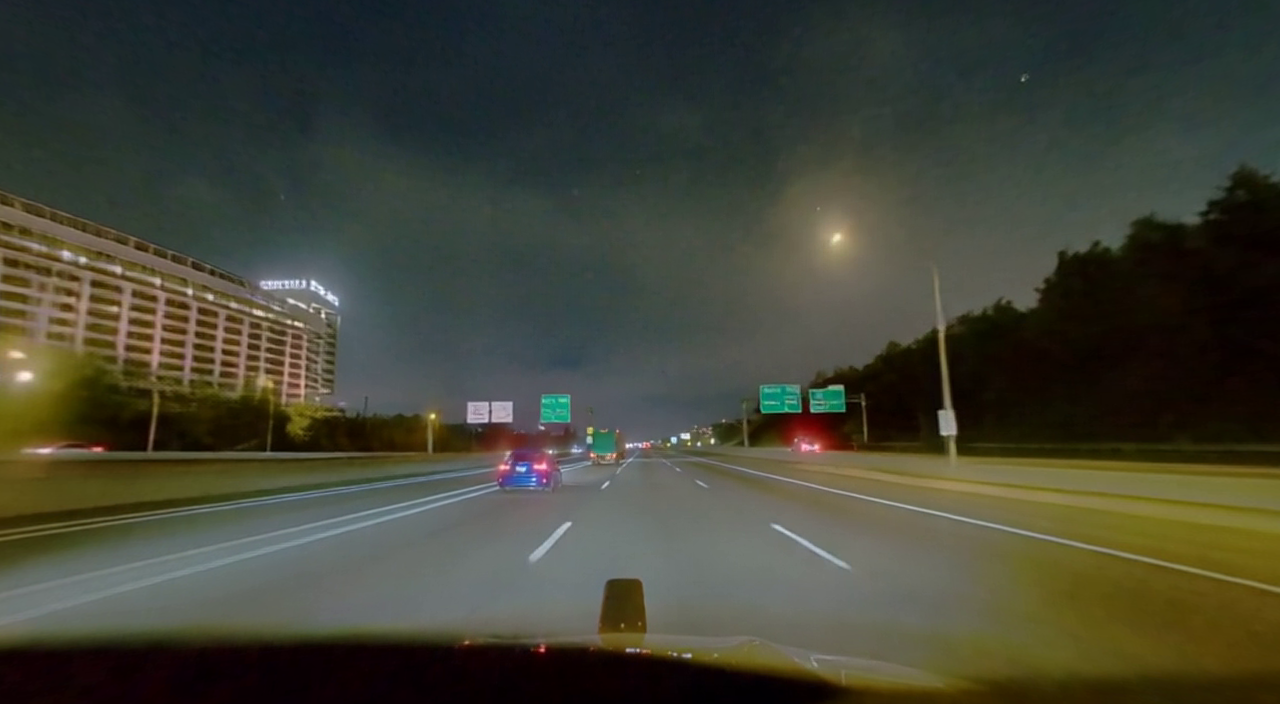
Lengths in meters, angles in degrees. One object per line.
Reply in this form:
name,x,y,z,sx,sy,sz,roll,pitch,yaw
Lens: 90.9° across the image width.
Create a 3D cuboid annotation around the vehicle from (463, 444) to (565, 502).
vehicle,-3.552,3.515,18.714,2.039,1.478,4.483,0,-9,1
